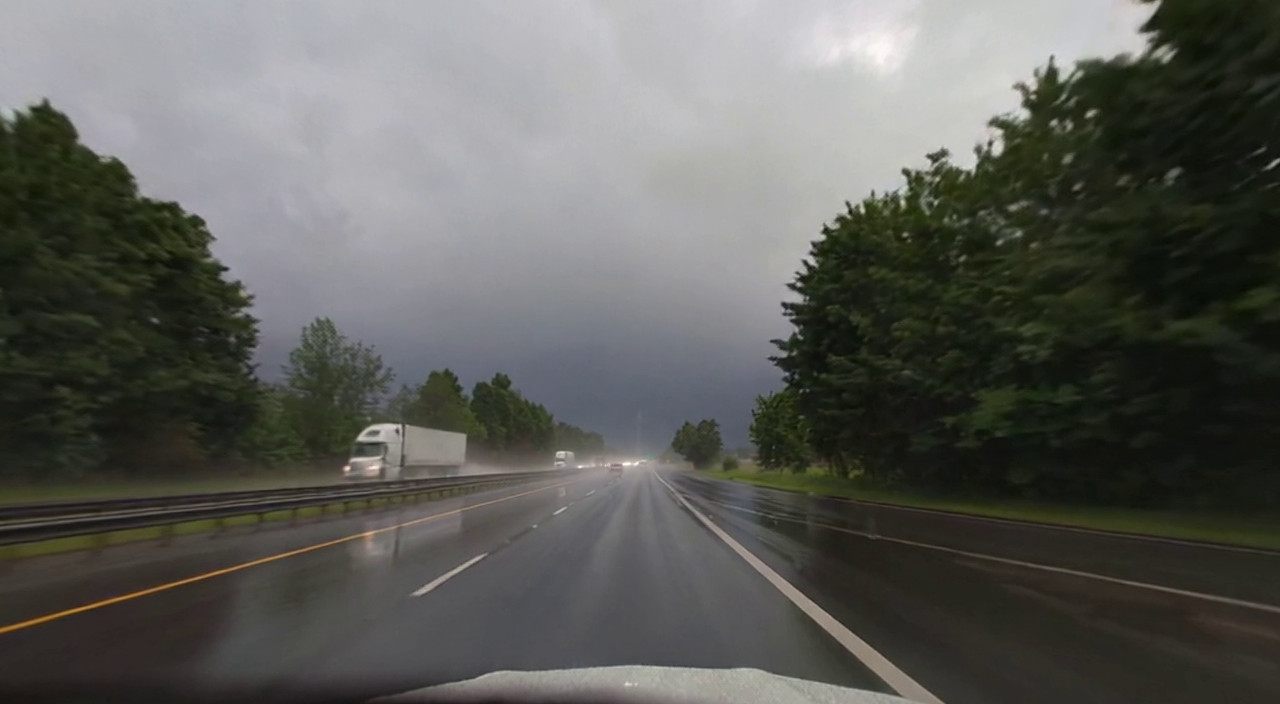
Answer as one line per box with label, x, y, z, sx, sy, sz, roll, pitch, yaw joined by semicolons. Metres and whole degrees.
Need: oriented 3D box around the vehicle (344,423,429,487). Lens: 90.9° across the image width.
vehicle;-17.109;7.087;43.029;3.002;4.023;5.968;0;-10;1
